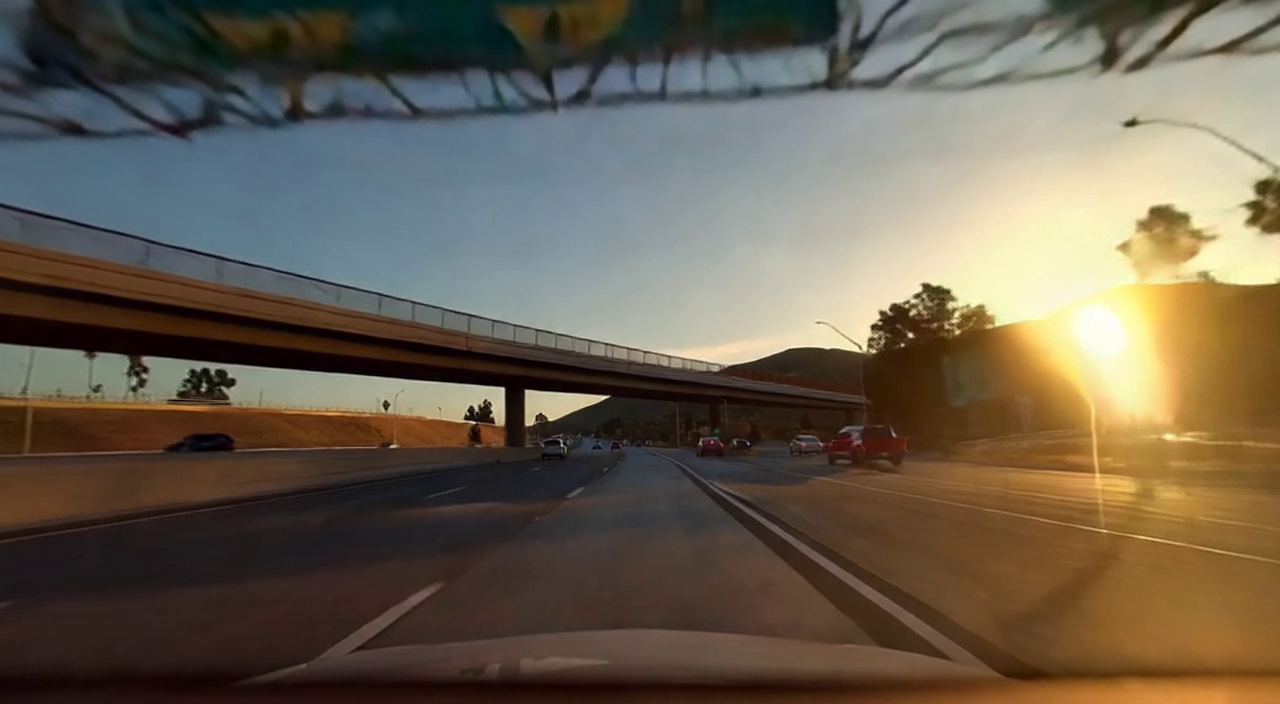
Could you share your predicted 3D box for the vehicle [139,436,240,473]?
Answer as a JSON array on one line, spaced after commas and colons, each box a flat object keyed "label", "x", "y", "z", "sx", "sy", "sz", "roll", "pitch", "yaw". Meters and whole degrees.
[{"label": "vehicle", "x": -23.618, "y": 5.384, "z": 33.180, "sx": 2.049, "sy": 1.786, "sz": 4.884, "roll": 1, "pitch": -8, "yaw": -6}]

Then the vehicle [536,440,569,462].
[{"label": "vehicle", "x": -6.878, "y": 7.833, "z": 49.782, "sx": 1.935, "sy": 1.633, "sz": 3.955, "roll": 0, "pitch": -8, "yaw": 1}]
